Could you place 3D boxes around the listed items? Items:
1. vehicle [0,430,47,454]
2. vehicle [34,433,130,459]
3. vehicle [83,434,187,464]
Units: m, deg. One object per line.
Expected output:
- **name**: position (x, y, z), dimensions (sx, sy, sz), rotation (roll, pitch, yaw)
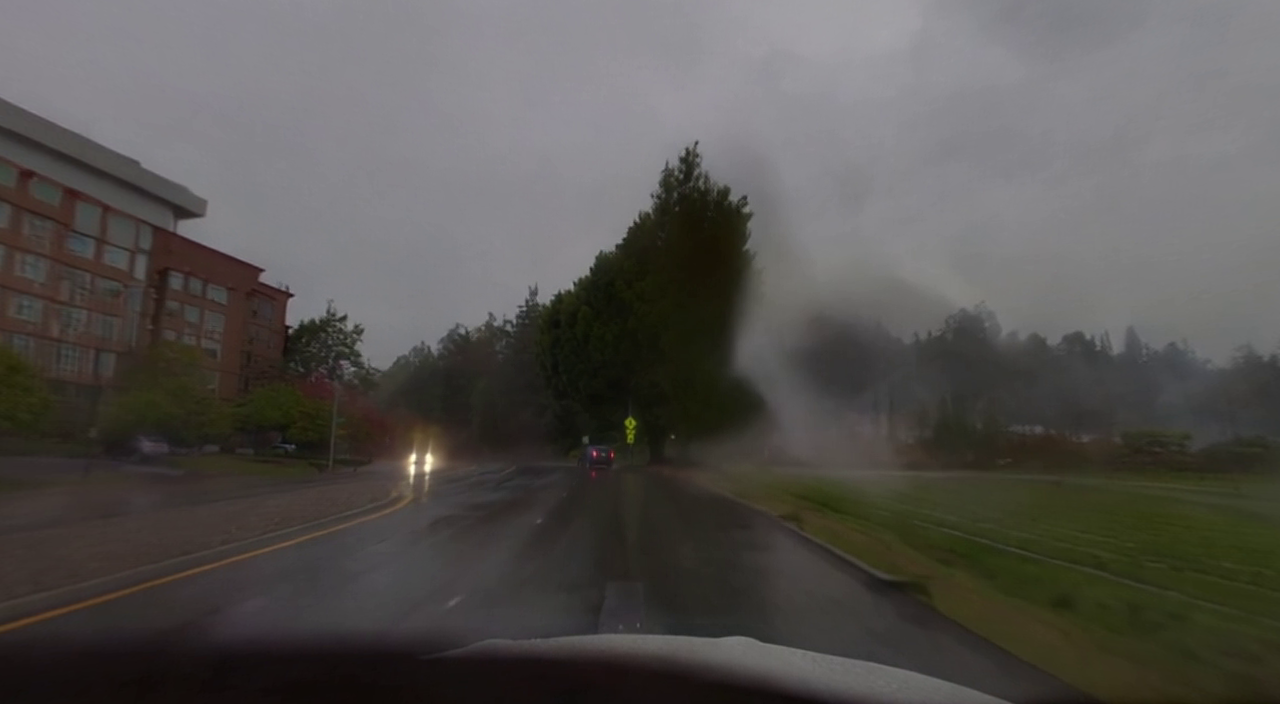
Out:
- **vehicle**: position (-47.824, 6.753, 47.332), dimensions (2.042, 1.721, 4.404), rotation (-4, -9, 17)
- **vehicle**: position (-40.074, 6.710, 45.535), dimensions (1.935, 1.582, 4.741), rotation (2, -6, 16)
- **vehicle**: position (-29.598, 5.680, 37.077), dimensions (4.816, 1.696, 2.323), rotation (-3, -9, 16)
